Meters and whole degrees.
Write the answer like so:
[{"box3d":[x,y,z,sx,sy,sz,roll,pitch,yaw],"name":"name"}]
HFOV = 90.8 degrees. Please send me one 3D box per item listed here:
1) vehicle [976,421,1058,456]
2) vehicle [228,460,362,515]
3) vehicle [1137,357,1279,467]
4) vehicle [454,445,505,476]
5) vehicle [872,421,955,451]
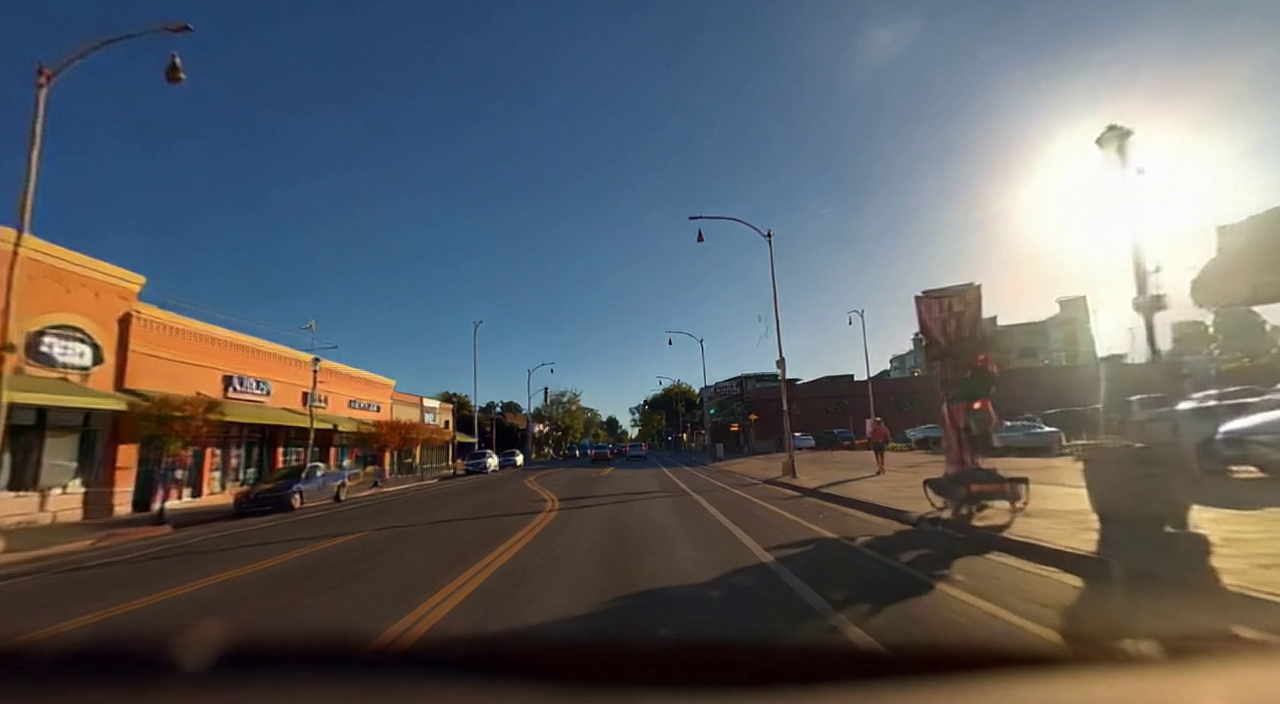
[{"box3d":[17.075,3.957,28.876,1.773,1.446,4.421,-2,-8,11],"name":"vehicle"},{"box3d":[-10.998,4.312,20.599,1.828,1.470,4.523,0,-8,0],"name":"vehicle"},{"box3d":[12.965,1.179,12.138,2.532,1.997,5.001,0,-8,-3],"name":"vehicle"},{"box3d":[-10.864,7.356,43.141,2.033,1.930,4.786,0,-8,2],"name":"vehicle"},{"box3d":[16.867,5.227,39.196,4.135,1.753,2.122,0,-9,1],"name":"vehicle"}]
